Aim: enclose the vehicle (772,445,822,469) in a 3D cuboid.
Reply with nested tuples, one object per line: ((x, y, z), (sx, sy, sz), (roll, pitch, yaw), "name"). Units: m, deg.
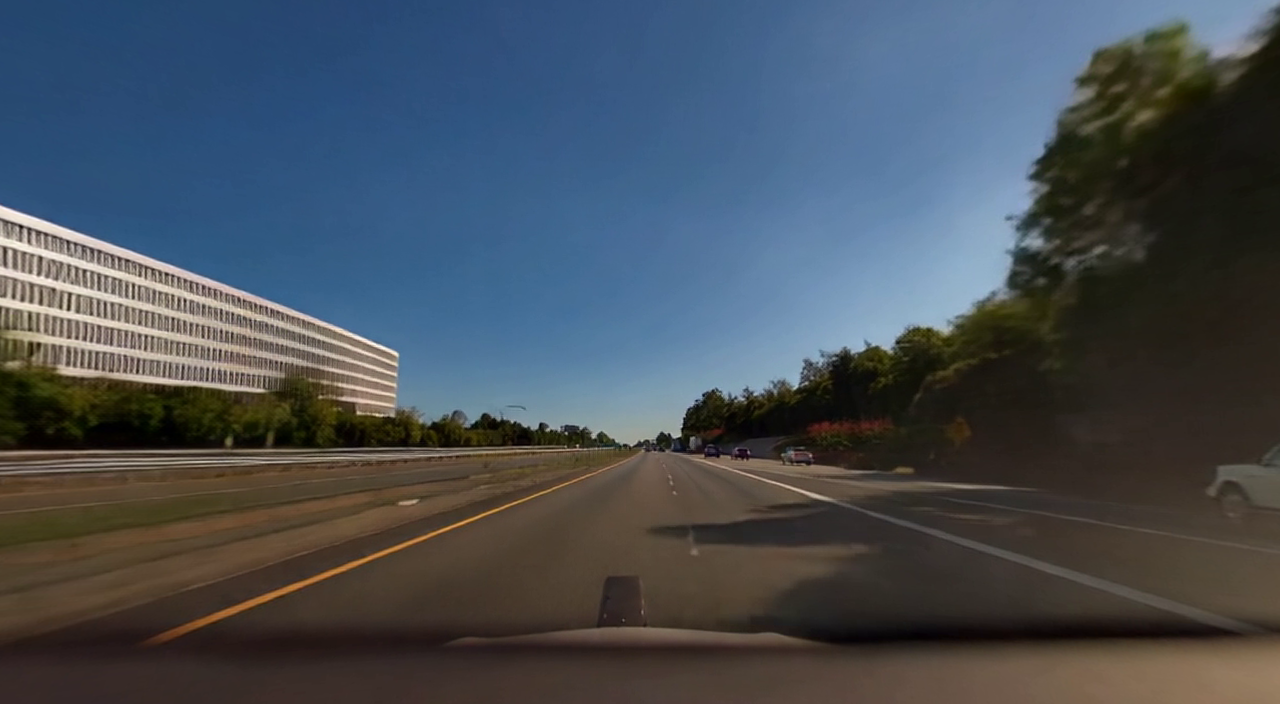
((11.449, 7.703, 46.300), (2.127, 1.646, 4.926), (1, -9, -4), "vehicle")
